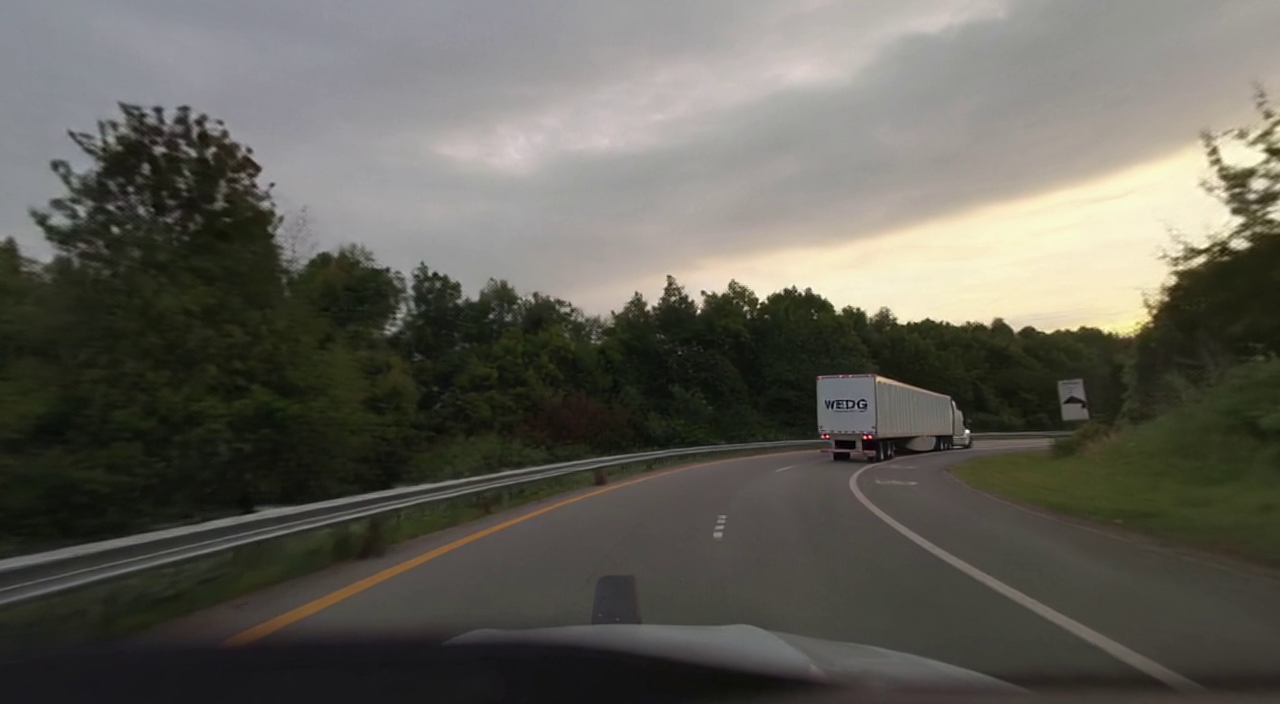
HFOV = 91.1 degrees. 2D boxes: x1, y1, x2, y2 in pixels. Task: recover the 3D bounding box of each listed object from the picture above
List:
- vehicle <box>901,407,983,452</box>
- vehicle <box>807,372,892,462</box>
[{"bbox_3d":[18.677,4.796,38.673,6.650,2.524,2.120,7,-11,-43],"label":"vehicle"},{"bbox_3d":[9.532,3.003,28.462,2.963,3.771,3.137,-4,-9,29],"label":"vehicle"}]
